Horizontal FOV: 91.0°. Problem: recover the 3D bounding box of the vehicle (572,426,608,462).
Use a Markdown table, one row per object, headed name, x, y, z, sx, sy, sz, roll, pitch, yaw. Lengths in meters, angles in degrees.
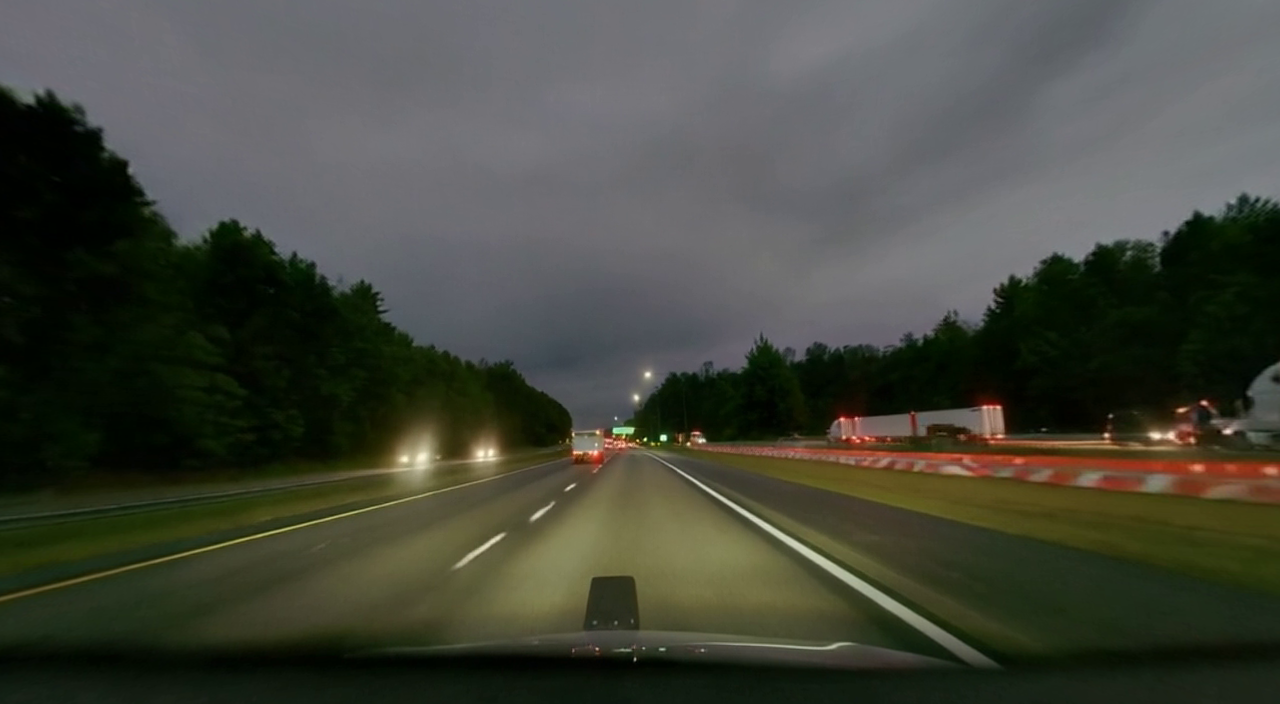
| name | x | y | z | sx | sy | sz | roll | pitch | yaw |
| --- | --- | --- | --- | --- | --- | --- | --- | --- | --- |
| vehicle | -3.846 | 7.200 | 49.361 | 2.484 | 2.625 | 5.907 | 0 | -8 | -1 |
